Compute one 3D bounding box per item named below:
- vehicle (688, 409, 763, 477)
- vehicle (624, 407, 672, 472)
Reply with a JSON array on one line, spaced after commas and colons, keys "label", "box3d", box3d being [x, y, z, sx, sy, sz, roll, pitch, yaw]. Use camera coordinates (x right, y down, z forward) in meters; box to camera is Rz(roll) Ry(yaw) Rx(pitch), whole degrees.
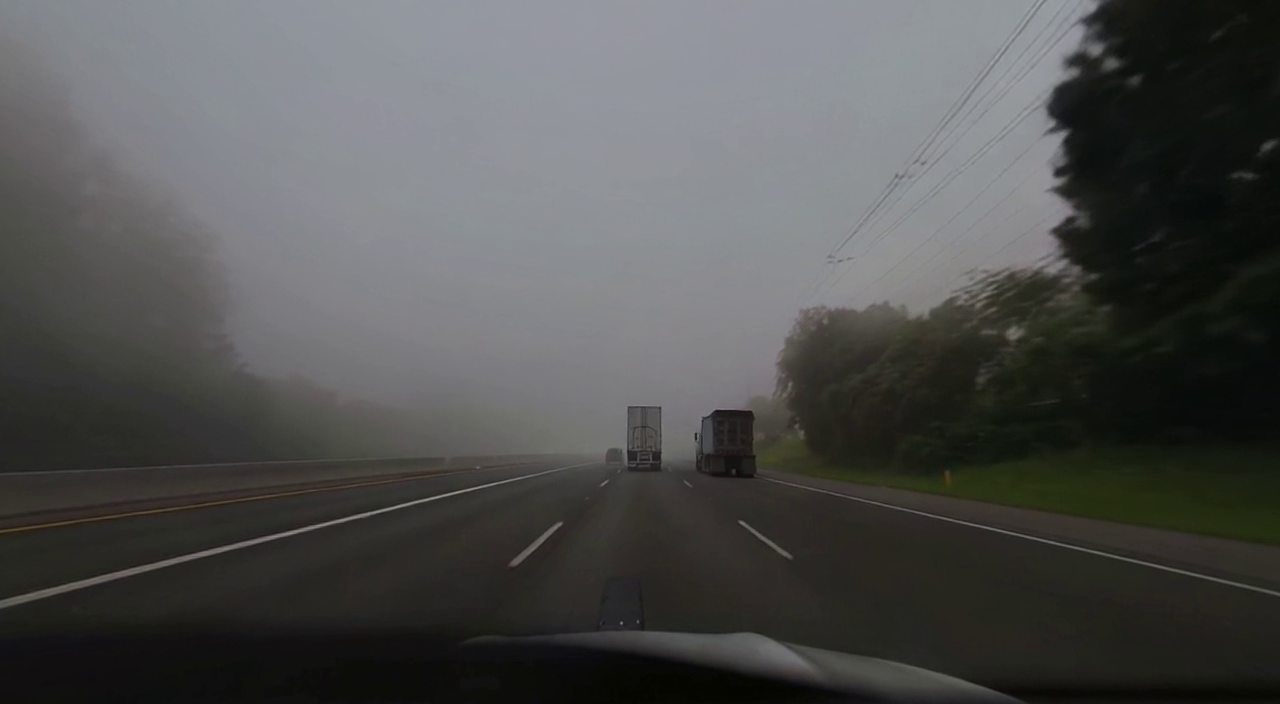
[{"label": "vehicle", "box3d": [4.621, 5.235, 35.962, 2.938, 3.378, 8.820, 0, -9, -1]}, {"label": "vehicle", "box3d": [0.587, 6.581, 46.627, 2.997, 4.076, 13.224, 0, -9, 1]}]
